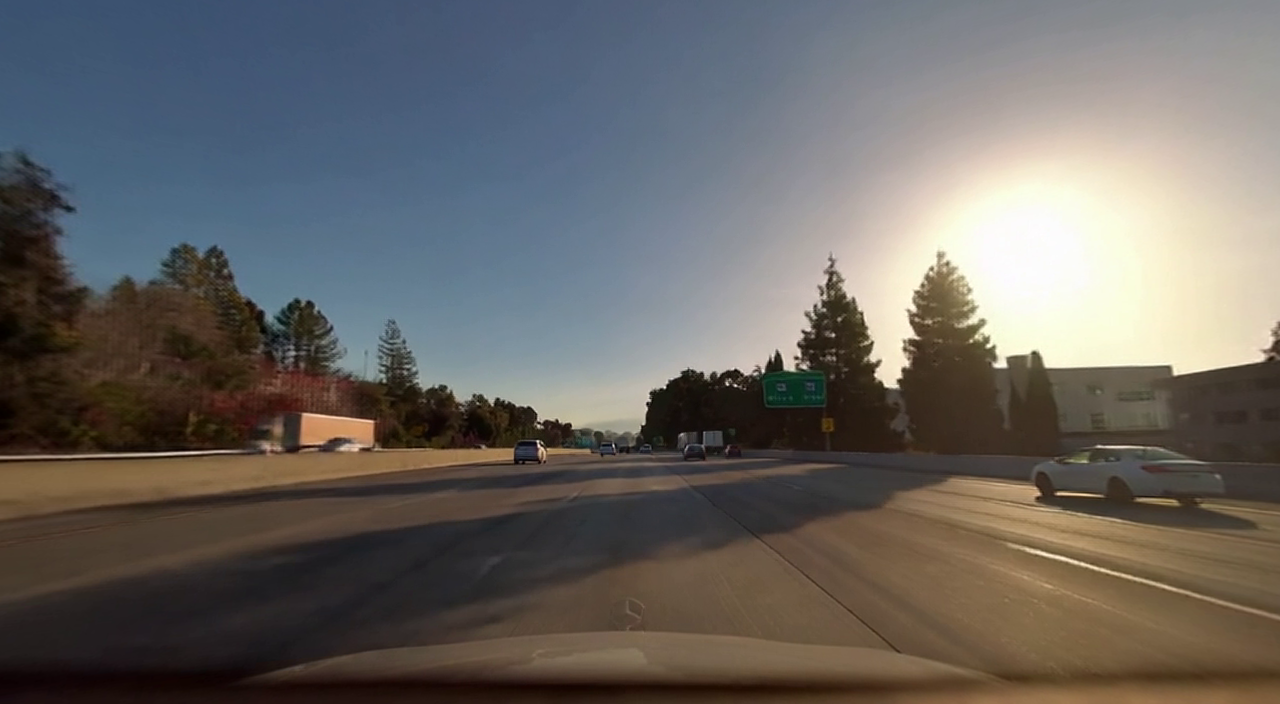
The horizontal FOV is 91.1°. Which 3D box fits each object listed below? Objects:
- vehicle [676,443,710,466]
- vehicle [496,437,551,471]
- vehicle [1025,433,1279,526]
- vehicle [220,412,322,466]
[{"bbox_3d":[3.588,6.996,42.932,1.950,1.453,3.378,0,-9,-1],"label":"vehicle"},{"bbox_3d":[-6.382,5.603,34.802,2.091,1.746,4.437,0,-9,1],"label":"vehicle"},{"bbox_3d":[10.177,2.396,12.471,1.979,1.467,4.839,0,-8,0],"label":"vehicle"},{"bbox_3d":[-28.906,6.889,49.721,3.119,3.853,7.750,-1,-8,1],"label":"vehicle"}]
